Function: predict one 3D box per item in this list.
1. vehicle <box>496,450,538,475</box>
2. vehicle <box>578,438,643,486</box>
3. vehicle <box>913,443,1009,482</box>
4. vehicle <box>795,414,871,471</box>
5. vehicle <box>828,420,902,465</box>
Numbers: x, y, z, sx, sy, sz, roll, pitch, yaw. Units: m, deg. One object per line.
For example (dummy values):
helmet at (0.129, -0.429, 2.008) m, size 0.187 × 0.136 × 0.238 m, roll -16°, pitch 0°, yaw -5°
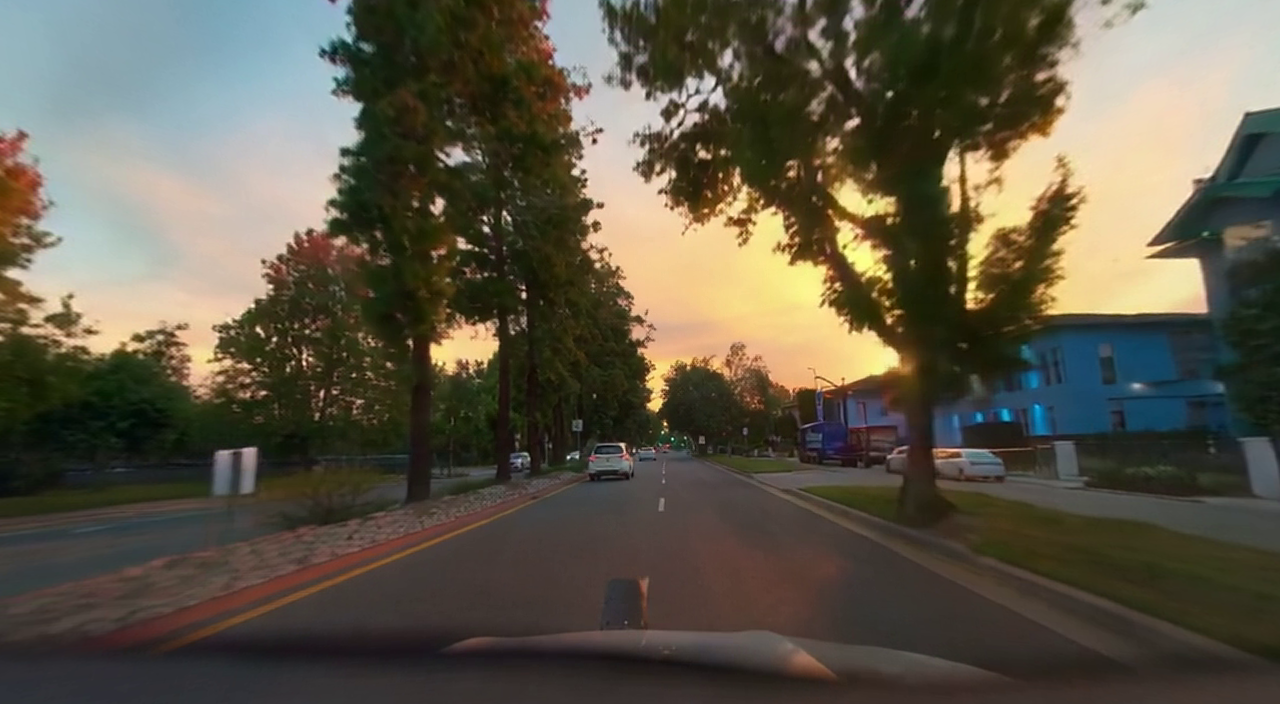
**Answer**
vehicle at (-9.422, 8.492, 48.666) m, size 1.997 × 1.775 × 4.585 m, roll -1°, pitch -8°, yaw 4°
vehicle at (-1.061, 4.326, 25.061) m, size 2.129 × 1.713 × 4.314 m, roll 0°, pitch -8°, yaw 3°
vehicle at (13.144, 4.534, 26.134) m, size 1.852 × 1.457 × 4.351 m, roll 0°, pitch -9°, yaw 3°
vehicle at (14.458, 6.932, 48.366) m, size 2.794 × 3.710 × 10.785 m, roll -3°, pitch -8°, yaw 3°
vehicle at (13.653, 5.572, 38.808) m, size 2.507 × 2.441 × 6.959 m, roll -2°, pitch -8°, yaw 5°
